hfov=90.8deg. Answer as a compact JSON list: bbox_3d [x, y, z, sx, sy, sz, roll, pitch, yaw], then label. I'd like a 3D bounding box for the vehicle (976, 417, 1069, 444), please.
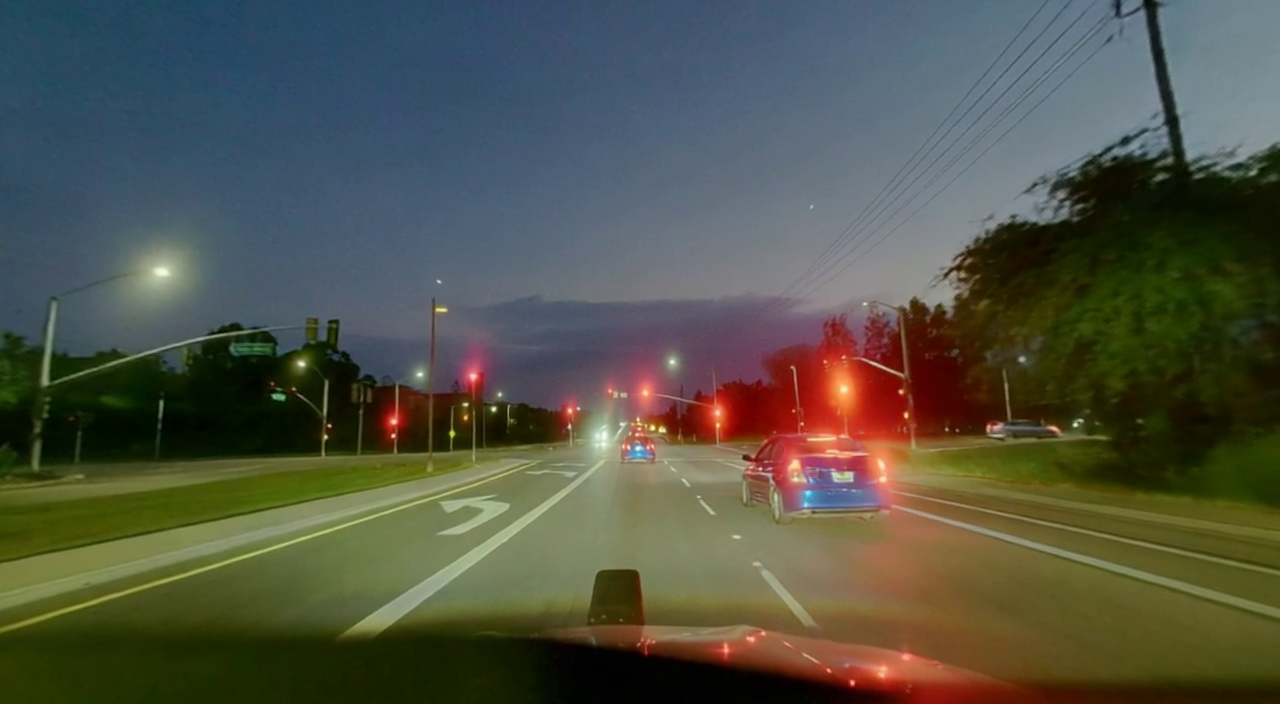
[{"bbox_3d":[28.803,5.930,47.668,5.668,1.925,2.384,1,-9,-8],"label":"vehicle"}]

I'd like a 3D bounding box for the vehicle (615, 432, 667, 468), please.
[{"bbox_3d":[0.048,4.319,27.830,2.110,1.466,3.860,0,-9,0],"label":"vehicle"}]

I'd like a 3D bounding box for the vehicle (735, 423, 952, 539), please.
[{"bbox_3d":[2.907,1.969,10.193,2.004,1.448,4.263,0,-9,-1],"label":"vehicle"}]
